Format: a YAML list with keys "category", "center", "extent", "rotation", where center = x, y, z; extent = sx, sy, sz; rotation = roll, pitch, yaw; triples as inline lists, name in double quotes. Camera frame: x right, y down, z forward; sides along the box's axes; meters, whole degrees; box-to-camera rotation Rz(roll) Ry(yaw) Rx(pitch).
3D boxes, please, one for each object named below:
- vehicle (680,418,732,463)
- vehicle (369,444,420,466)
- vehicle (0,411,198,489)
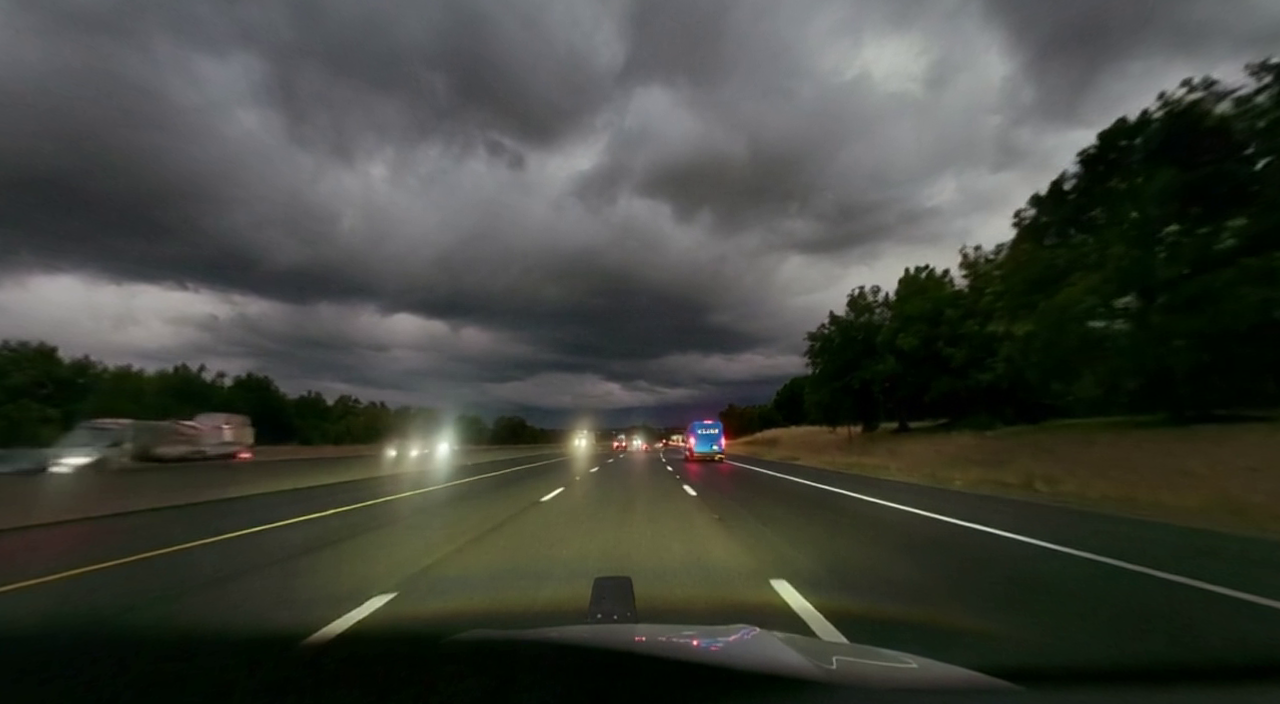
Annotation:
- category: "vehicle"
  center: [3.968, 5.477, 38.880]
  extent: [2.485, 2.562, 5.535]
  rotation: [0, -8, -1]
- category: "vehicle"
  center: [-16.944, 7.091, 43.599]
  extent: [1.848, 1.459, 4.093]
  rotation: [-1, -8, 1]
- category: "vehicle"
  center: [-21.688, 3.932, 25.504]
  extent: [2.547, 2.693, 6.627]
  rotation: [-1, -8, 2]
